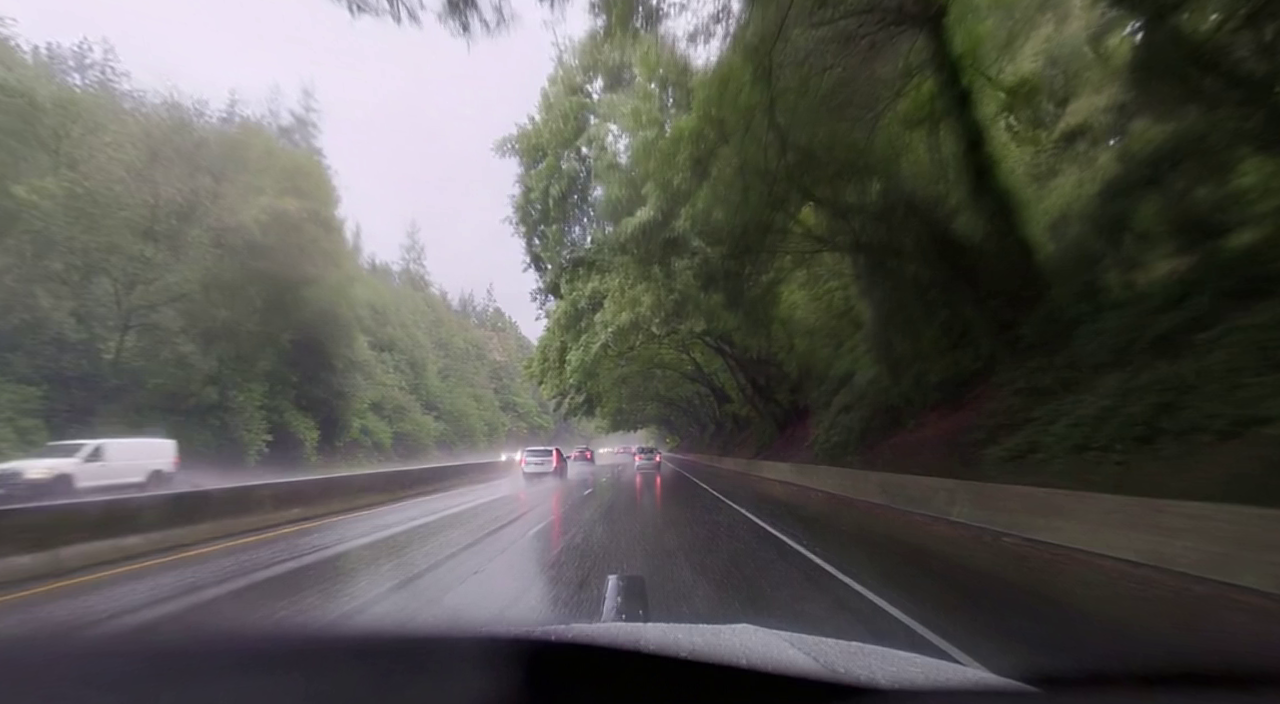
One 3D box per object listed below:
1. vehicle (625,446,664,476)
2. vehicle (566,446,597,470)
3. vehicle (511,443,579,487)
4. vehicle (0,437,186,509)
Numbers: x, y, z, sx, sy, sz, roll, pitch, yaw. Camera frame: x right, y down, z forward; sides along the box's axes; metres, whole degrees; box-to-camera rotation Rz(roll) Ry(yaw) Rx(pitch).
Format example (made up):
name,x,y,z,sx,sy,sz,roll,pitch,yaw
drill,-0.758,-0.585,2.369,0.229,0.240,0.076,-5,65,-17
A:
name,x,y,z,sx,sy,sz,roll,pitch,yaw
vehicle,0.220,5.817,33.737,2.001,1.490,3.914,0,-9,0
vehicle,-4.132,7.555,45.063,1.834,1.615,3.624,0,-9,1
vehicle,-3.554,4.306,24.218,1.978,1.538,3.755,0,-9,1
vehicle,-16.378,3.519,18.784,2.052,1.835,4.760,0,-9,0
